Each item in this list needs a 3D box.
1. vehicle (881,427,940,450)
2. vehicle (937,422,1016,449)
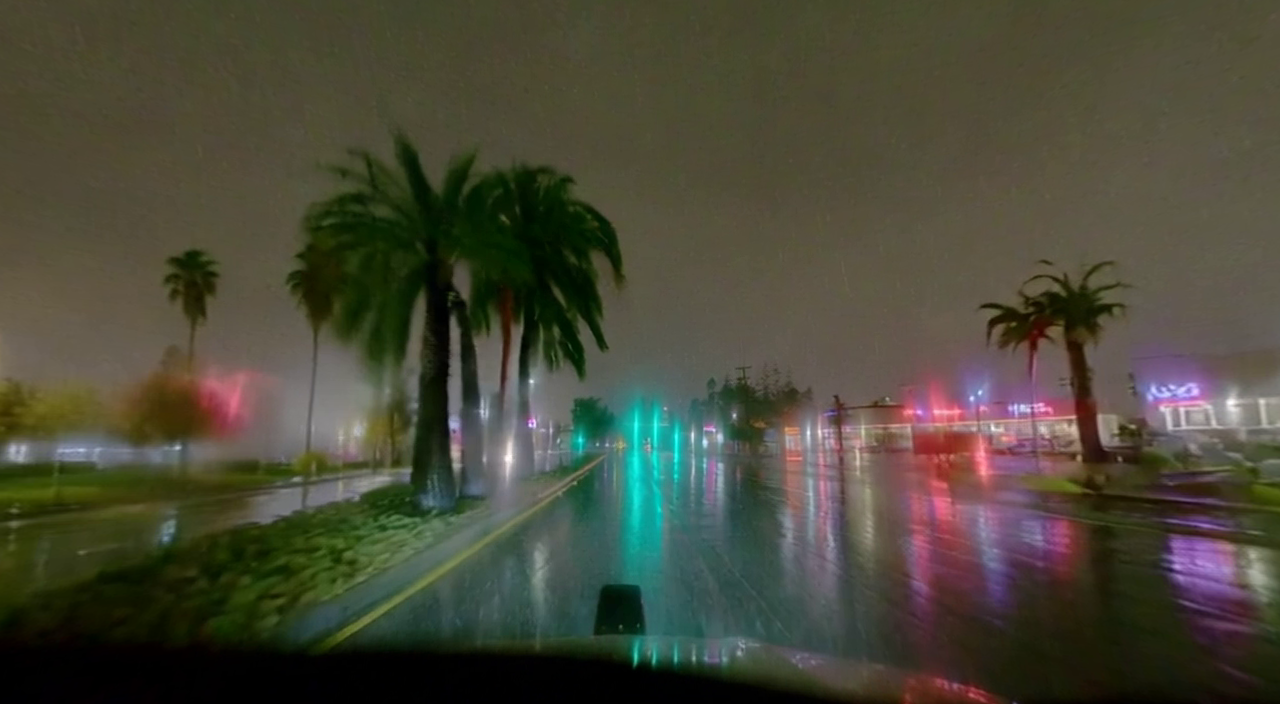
[{"bbox_3d":[18.939,6.148,44.430,2.091,1.429,4.352,-2,-9,-1],"label":"vehicle"},{"bbox_3d":[19.039,4.786,36.003,1.797,1.425,4.645,0,-8,-2],"label":"vehicle"}]
